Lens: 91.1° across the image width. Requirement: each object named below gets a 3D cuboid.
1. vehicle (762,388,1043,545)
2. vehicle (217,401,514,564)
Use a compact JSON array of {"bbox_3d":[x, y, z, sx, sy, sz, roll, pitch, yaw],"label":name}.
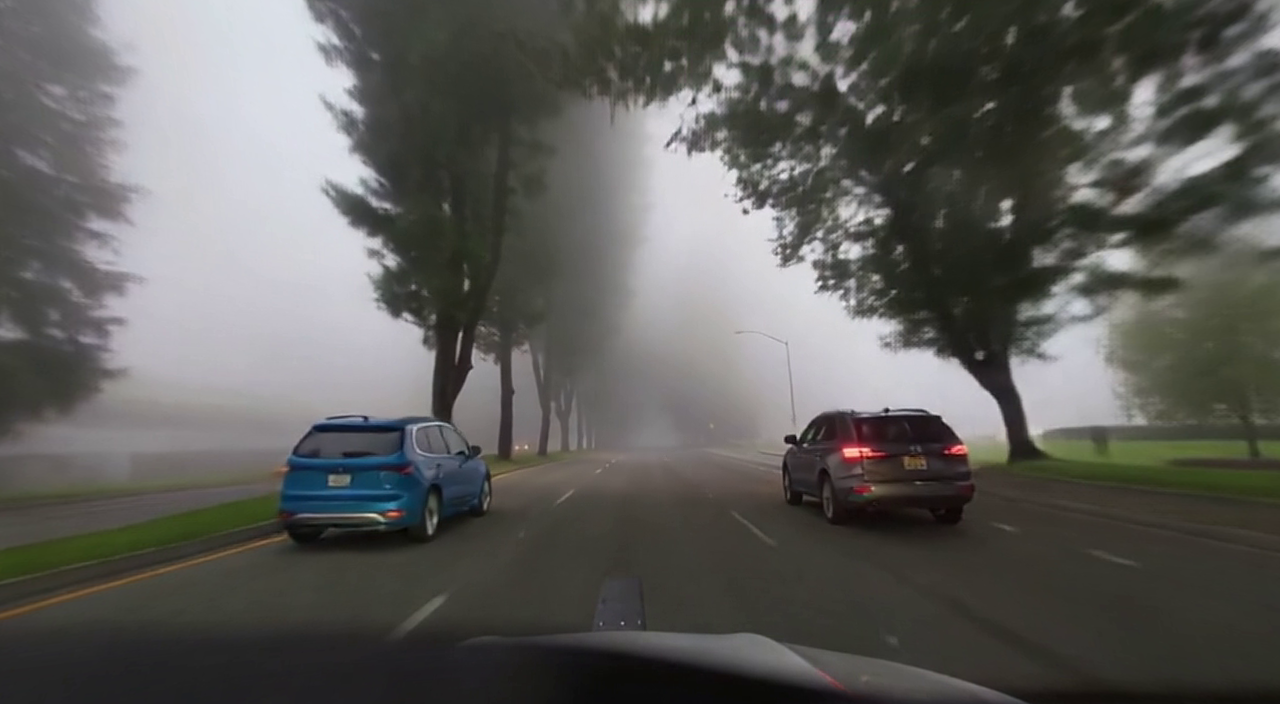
[{"bbox_3d":[3.468,1.624,9.666,2.087,1.759,5.040,0,-7,-1],"label":"vehicle"},{"bbox_3d":[-3.213,1.599,8.548,2.025,1.635,4.293,0,-8,1],"label":"vehicle"}]
